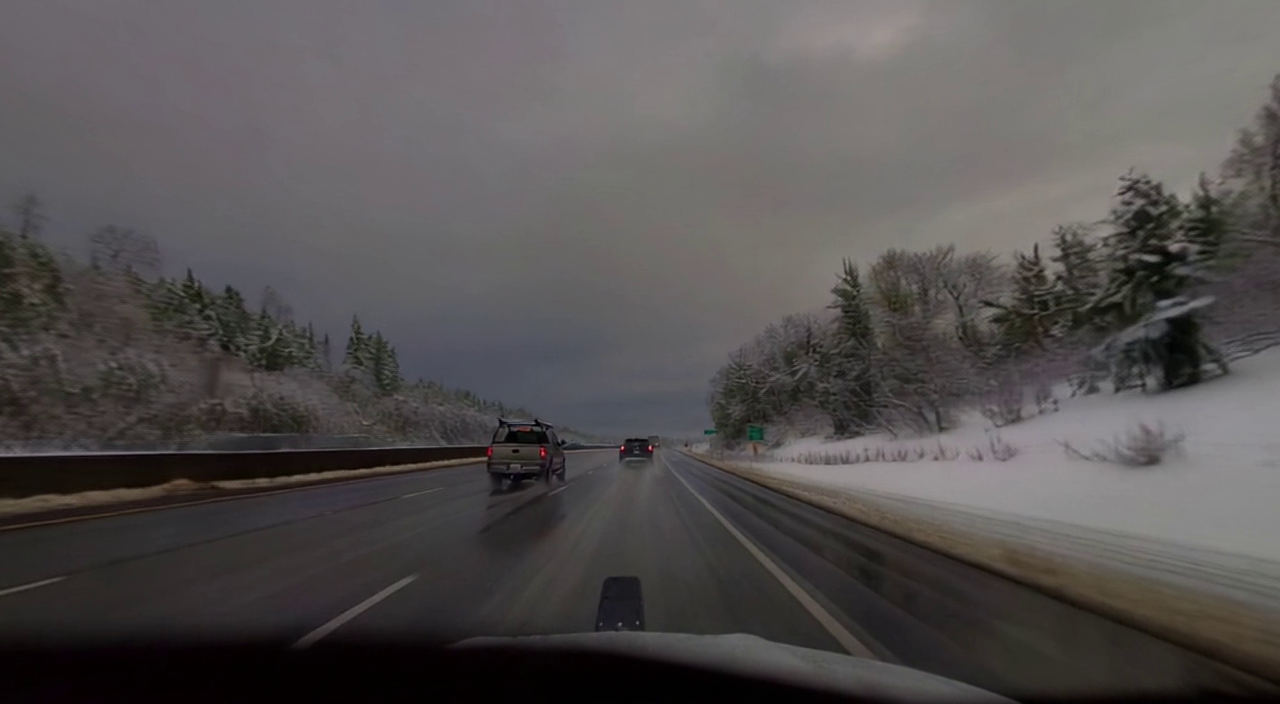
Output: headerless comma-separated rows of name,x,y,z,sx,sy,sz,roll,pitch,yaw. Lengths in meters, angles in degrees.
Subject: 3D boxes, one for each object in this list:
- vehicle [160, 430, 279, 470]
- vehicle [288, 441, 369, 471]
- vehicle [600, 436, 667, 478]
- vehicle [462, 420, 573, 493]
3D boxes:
vehicle,-21.083,4.959,31.948,2.111,1.825,5.567,0,-9,1
vehicle,-17.176,5.765,34.999,1.910,1.517,4.666,0,-9,2
vehicle,-0.184,4.650,28.150,2.715,1.669,5.163,0,-9,1
vehicle,-3.578,3.177,19.496,2.250,1.947,4.860,0,-9,2
